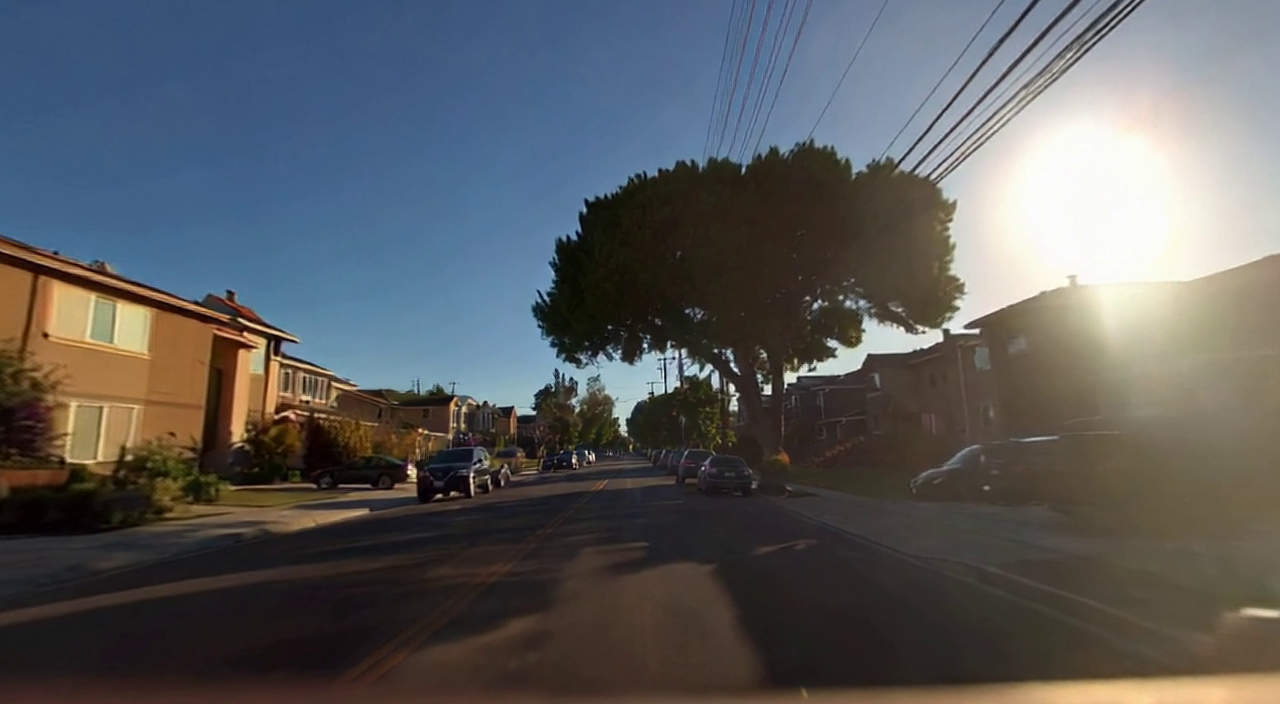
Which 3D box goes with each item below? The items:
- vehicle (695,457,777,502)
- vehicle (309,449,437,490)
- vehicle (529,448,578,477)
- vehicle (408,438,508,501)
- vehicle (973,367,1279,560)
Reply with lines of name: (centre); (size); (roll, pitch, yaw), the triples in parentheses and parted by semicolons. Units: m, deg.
vehicle: (2.989, 4.062, 20.460); (1.827, 1.286, 3.684); (1, -9, -5)
vehicle: (-11.495, 5.080, 27.440); (4.529, 1.677, 2.204); (0, -9, 1)
vehicle: (-6.257, 8.207, 46.616); (2.398, 1.910, 5.999); (-3, -11, 4)
vehicle: (-6.367, 4.290, 22.746); (2.156, 1.932, 4.518); (-2, -12, 1)
vehicle: (8.480, 1.545, 9.011); (5.900, 2.328, 2.603); (-1, -9, 3)
